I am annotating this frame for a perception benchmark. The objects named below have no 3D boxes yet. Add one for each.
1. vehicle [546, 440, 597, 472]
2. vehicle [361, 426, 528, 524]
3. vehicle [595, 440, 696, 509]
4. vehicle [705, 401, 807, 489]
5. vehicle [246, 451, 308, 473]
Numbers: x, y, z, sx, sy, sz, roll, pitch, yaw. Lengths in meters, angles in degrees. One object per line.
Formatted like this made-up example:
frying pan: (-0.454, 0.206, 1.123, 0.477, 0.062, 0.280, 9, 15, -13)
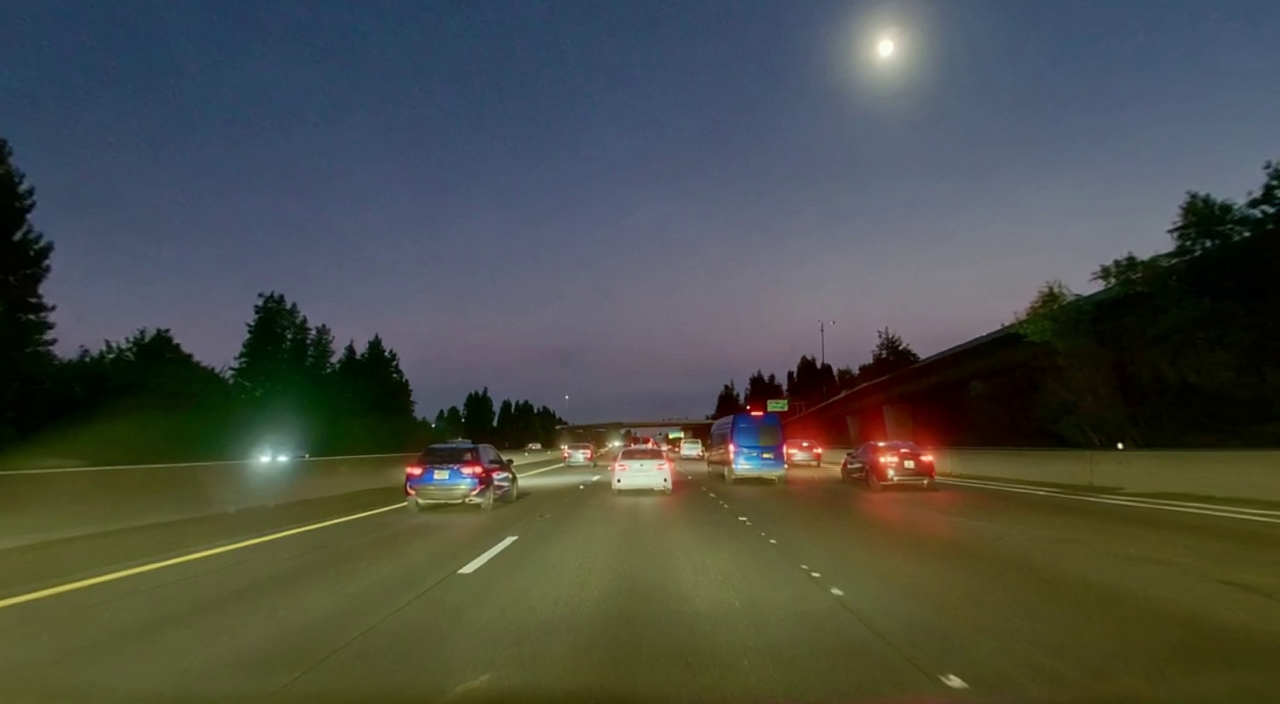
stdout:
vehicle: (-3.781, 5.865, 35.671, 2.258, 1.655, 4.397, 0, -8, 1)
vehicle: (-3.858, 2.507, 13.397, 2.078, 1.706, 4.298, 0, -8, 1)
vehicle: (0.092, 2.961, 15.702, 2.174, 1.467, 4.005, 0, -8, -1)
vehicle: (3.991, 3.410, 23.245, 2.436, 2.745, 6.607, 0, -8, -1)
vehicle: (-26.470, 8.025, 46.154, 1.874, 1.448, 4.436, 0, -9, 1)
